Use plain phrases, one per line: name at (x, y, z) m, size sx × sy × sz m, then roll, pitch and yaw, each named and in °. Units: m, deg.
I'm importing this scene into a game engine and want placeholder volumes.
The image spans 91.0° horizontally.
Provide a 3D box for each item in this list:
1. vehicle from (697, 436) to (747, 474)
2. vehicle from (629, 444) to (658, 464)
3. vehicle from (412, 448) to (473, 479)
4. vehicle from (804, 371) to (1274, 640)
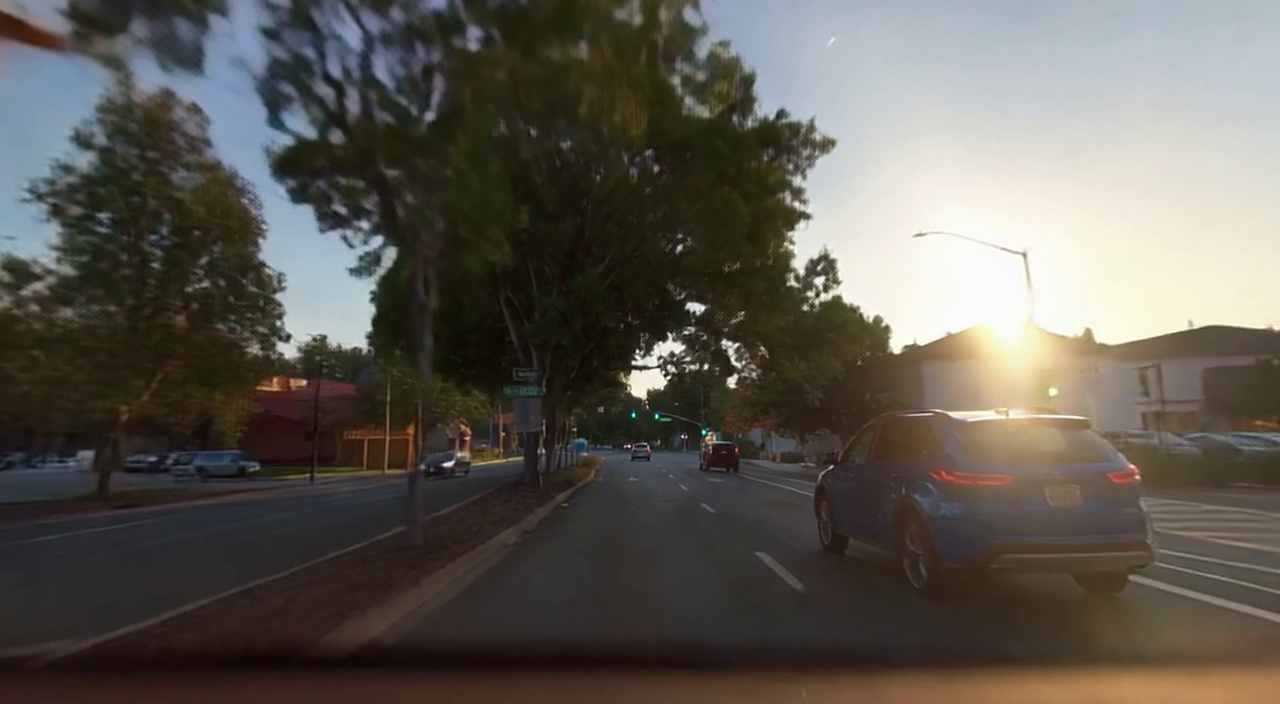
vehicle at (4.210, 5.417, 33.293) m, size 2.085 × 1.828 × 5.383 m, roll 0°, pitch -9°, yaw 2°
vehicle at (0.282, 7.855, 48.484) m, size 2.131 × 1.474 × 4.146 m, roll 0°, pitch -9°, yaw 0°
vehicle at (-10.236, 5.795, 32.955) m, size 1.932 × 1.483 × 4.246 m, roll 0°, pitch -9°, yaw -2°
vehicle at (3.351, 1.388, 6.628) m, size 2.033 × 1.865 × 4.360 m, roll 0°, pitch -9°, yaw 0°
